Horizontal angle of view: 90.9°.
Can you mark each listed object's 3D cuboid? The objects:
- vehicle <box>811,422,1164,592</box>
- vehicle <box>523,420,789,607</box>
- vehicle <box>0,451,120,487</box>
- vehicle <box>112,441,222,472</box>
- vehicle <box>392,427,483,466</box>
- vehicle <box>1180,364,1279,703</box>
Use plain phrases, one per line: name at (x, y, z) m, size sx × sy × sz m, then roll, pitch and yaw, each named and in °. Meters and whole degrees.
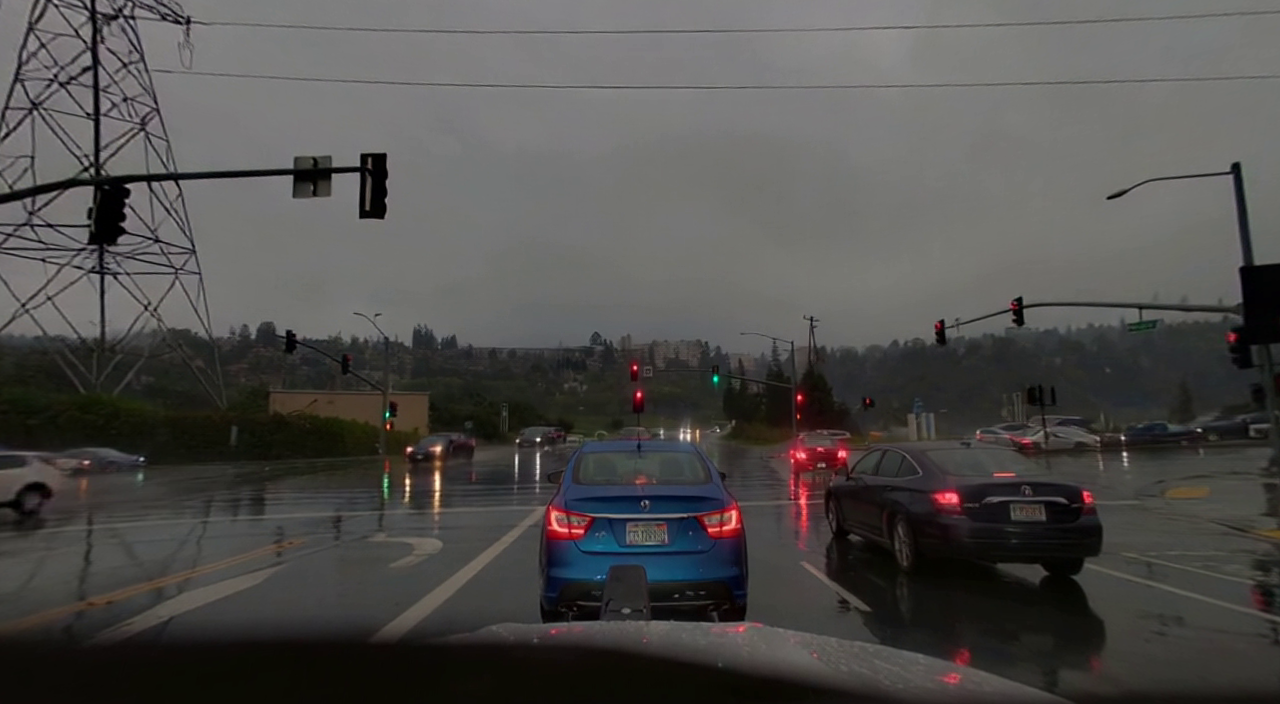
vehicle at (3.654, 1.683, 7.720) m, size 1.835 × 1.473 × 4.190 m, roll 0°, pitch -8°, yaw -2°
vehicle at (0.113, 1.596, 7.126) m, size 2.117 × 1.474 × 4.036 m, roll 0°, pitch -8°, yaw 0°
vehicle at (-25.925, 5.112, 27.747) m, size 4.263 × 1.464 × 1.895 m, roll 0°, pitch -8°, yaw -1°
vehicle at (-26.028, 5.766, 34.789) m, size 4.417 × 1.637 × 1.956 m, roll 0°, pitch -8°, yaw -2°
vehicle at (-9.627, 4.598, 30.655) m, size 2.269 × 1.716 × 5.700 m, roll -1°, pitch -8°, yaw 3°
vehicle at (3.412, 0.588, 0.626) m, size 1.926 × 1.614 × 4.330 m, roll 0°, pitch -8°, yaw 1°
